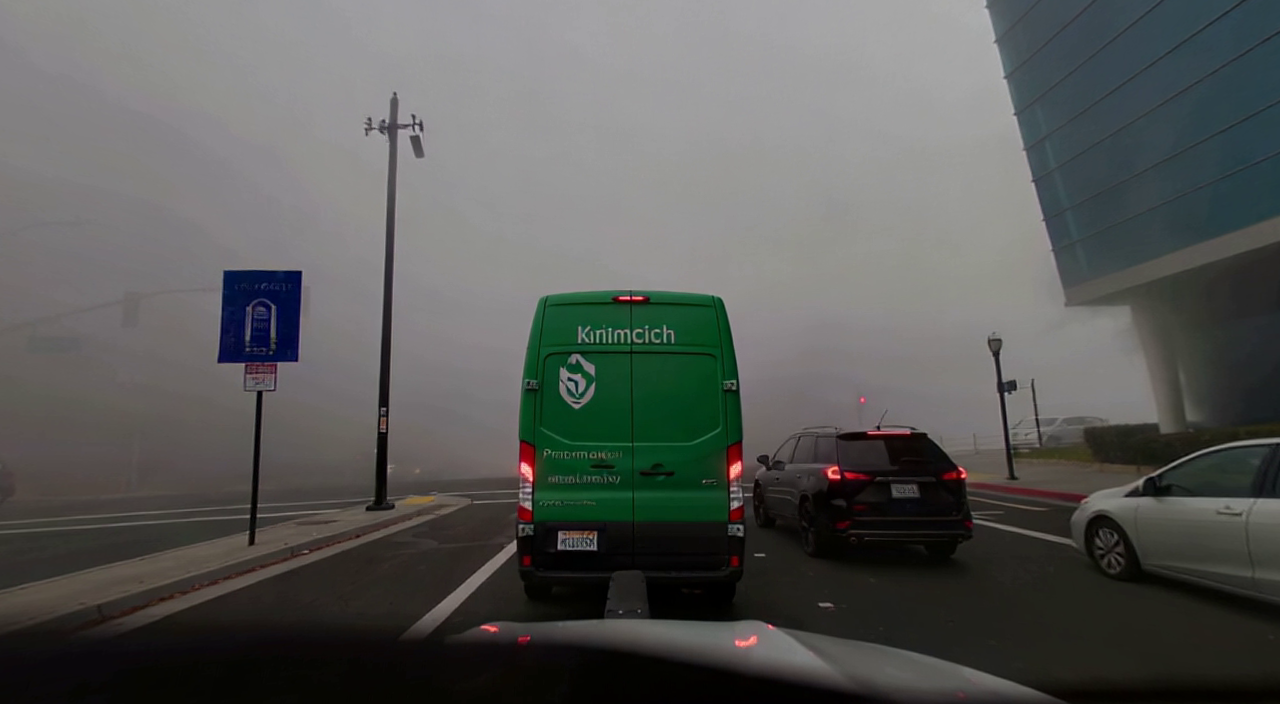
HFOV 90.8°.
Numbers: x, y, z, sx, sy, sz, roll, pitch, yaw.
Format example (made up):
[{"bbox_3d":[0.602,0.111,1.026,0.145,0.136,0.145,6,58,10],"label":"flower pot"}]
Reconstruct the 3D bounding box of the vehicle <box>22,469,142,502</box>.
[{"bbox_3d":[-31.132,7.432,35.365,4.806,1.652,1.869,0,-8,-2],"label":"vehicle"}]

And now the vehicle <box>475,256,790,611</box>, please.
[{"bbox_3d":[-0.038,1.183,9.084,2.613,3.035,7.342,0,-8,0],"label":"vehicle"}]

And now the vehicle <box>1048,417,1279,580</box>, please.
[{"bbox_3d":[7.522,1.586,7.010,1.963,1.669,4.678,3,-9,-20],"label":"vehicle"}]

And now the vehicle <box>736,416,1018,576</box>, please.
[{"bbox_3d":[2.875,1.866,9.043,2.183,1.676,4.506,0,-8,-1],"label":"vehicle"}]
